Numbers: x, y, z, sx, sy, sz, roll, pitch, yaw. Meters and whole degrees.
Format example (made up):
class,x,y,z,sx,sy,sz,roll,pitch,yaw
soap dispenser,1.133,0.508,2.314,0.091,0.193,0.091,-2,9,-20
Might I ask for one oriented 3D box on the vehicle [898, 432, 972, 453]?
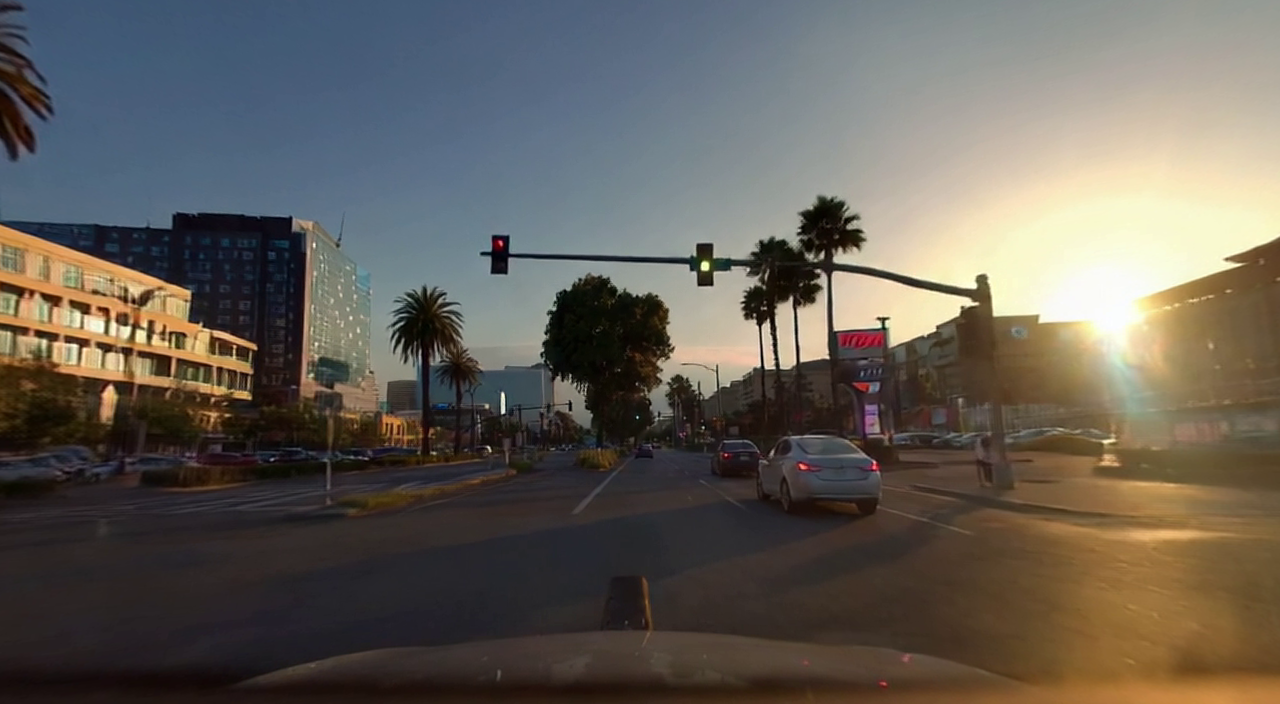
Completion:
class,x,y,z,sx,sy,sz,roll,pitch,yaw
vehicle,22.040,6.790,47.160,4.532,1.477,1.914,-1,-8,3

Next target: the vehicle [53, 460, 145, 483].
class,x,y,z,sx,sy,sz,roll,pitch,yaw
vehicle,-37.758,8.353,44.050,4.648,1.484,1.908,0,-8,0

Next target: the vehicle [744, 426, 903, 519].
class,x,y,z,sx,sy,sz,roll,pitch,yaw
vehicle,3.431,2.329,12.698,1.931,1.534,4.126,0,-8,0

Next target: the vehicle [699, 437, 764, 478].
class,x,y,z,sx,sy,sz,roll,pitch,yaw
vehicle,3.542,4.199,25.331,1.870,1.467,4.800,0,-8,0
